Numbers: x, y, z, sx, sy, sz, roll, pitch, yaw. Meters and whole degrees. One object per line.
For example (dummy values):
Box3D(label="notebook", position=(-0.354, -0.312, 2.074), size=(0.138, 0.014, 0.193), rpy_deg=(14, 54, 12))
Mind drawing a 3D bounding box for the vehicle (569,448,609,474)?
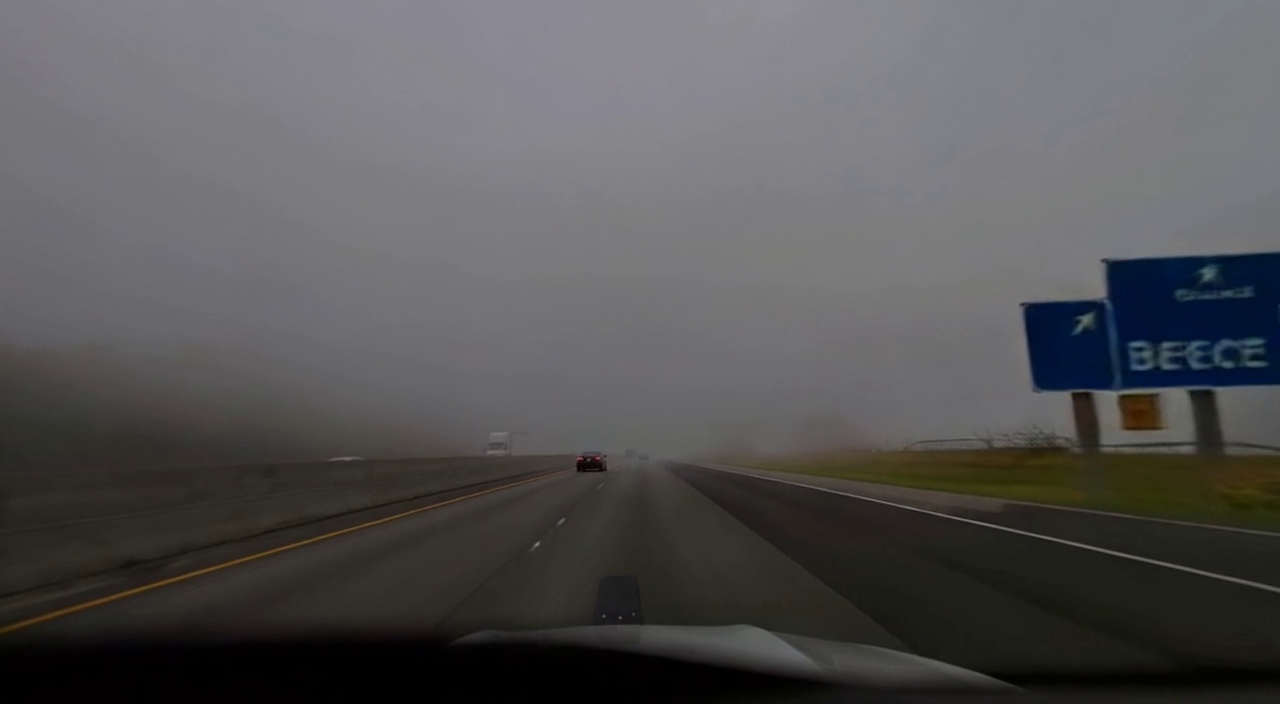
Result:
Box3D(label="vehicle", position=(-3.238, 6.988, 40.643), size=(2.180, 1.537, 4.459), rpy_deg=(0, -9, 0))
